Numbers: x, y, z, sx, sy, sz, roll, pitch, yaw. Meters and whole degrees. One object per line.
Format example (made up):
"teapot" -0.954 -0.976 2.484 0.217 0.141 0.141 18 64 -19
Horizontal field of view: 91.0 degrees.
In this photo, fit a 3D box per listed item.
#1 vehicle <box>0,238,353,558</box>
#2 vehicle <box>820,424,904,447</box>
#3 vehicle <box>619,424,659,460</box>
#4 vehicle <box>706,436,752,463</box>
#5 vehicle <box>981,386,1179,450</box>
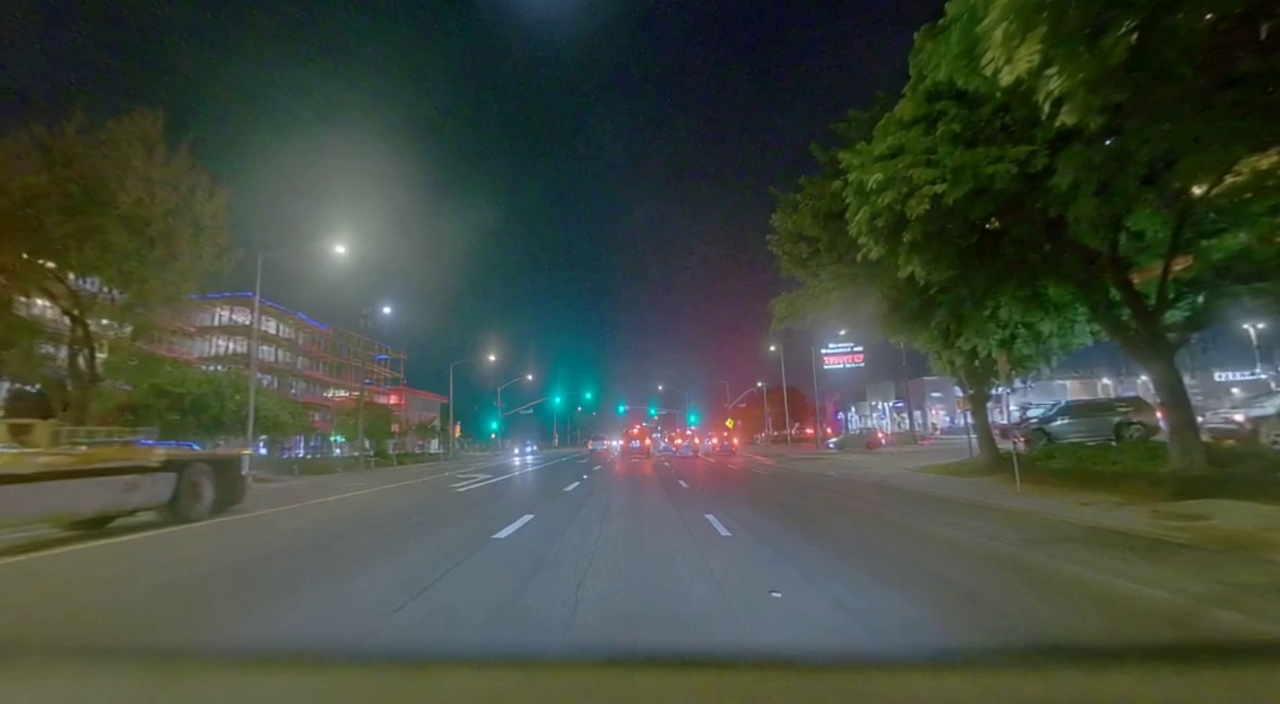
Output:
"vehicle" -9.576 1.161 11.849 3.014 3.979 11.363 0 -8 0
"vehicle" 15.084 5.729 42.959 4.986 1.467 2.025 -6 -10 34
"vehicle" -0.117 5.701 39.718 2.350 2.122 5.801 0 -8 -1
"vehicle" 5.177 5.751 37.195 2.145 1.503 4.267 0 -8 1
"vehicle" 16.078 2.546 23.295 5.631 2.106 2.298 -7 -11 38
